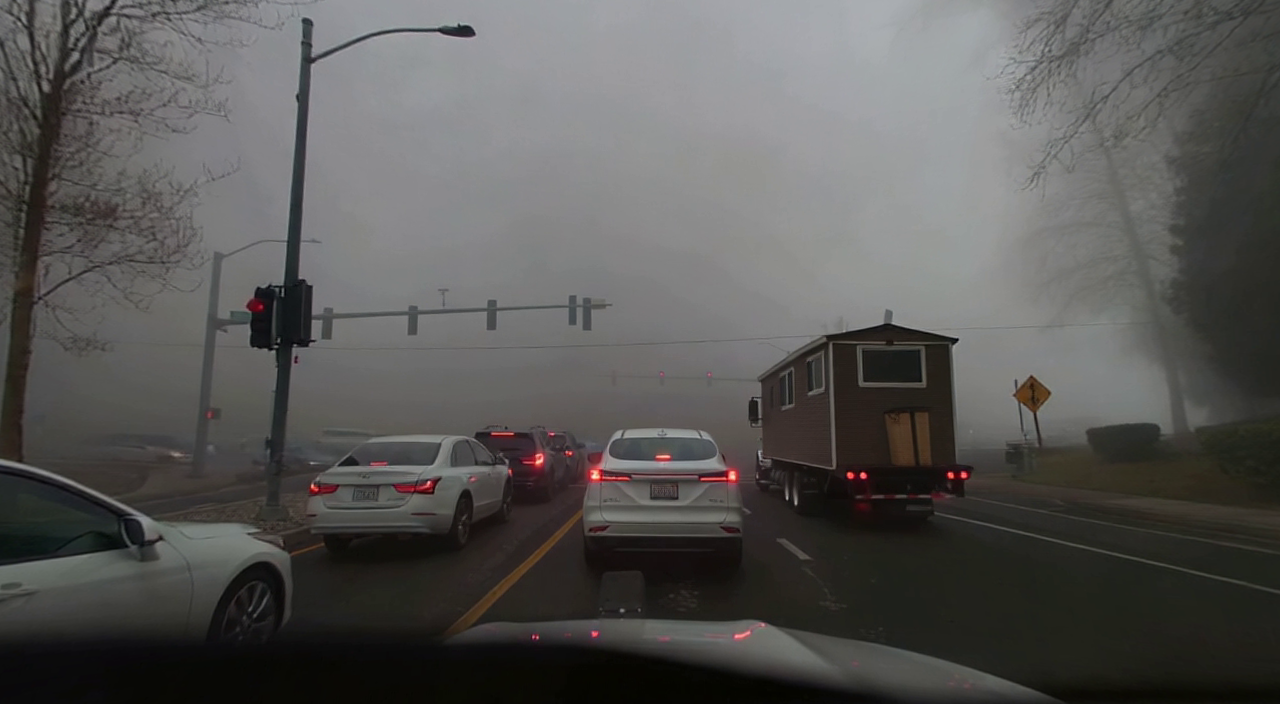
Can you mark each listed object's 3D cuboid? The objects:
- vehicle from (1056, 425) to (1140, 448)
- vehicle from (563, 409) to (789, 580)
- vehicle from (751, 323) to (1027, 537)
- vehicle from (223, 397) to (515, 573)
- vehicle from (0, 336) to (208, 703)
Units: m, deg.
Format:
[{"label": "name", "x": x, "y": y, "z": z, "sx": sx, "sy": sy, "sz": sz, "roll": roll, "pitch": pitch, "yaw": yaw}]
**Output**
[{"label": "vehicle", "x": 33.154, "y": 6.152, "z": 45.883, "sx": 4.671, "sy": 1.595, "sz": 1.824, "roll": -6, "pitch": -10, "yaw": 31}, {"label": "vehicle", "x": 0.357, "y": 1.701, "z": 8.304, "sx": 2.189, "sy": 1.649, "sz": 4.171, "roll": 0, "pitch": -9, "yaw": 0}, {"label": "vehicle", "x": 3.683, "y": 1.402, "z": 10.996, "sx": 2.531, "sy": 2.750, "sz": 5.595, "roll": 0, "pitch": -9, "yaw": 1}, {"label": "vehicle", "x": -3.266, "y": 1.713, "z": 8.843, "sx": 2.085, "sy": 1.812, "sz": 4.388, "roll": 0, "pitch": -9, "yaw": 0}, {"label": "vehicle", "x": -3.424, "y": 0.672, "z": 1.469, "sx": 1.952, "sy": 1.730, "sz": 4.116, "roll": 0, "pitch": -9, "yaw": -1}]
